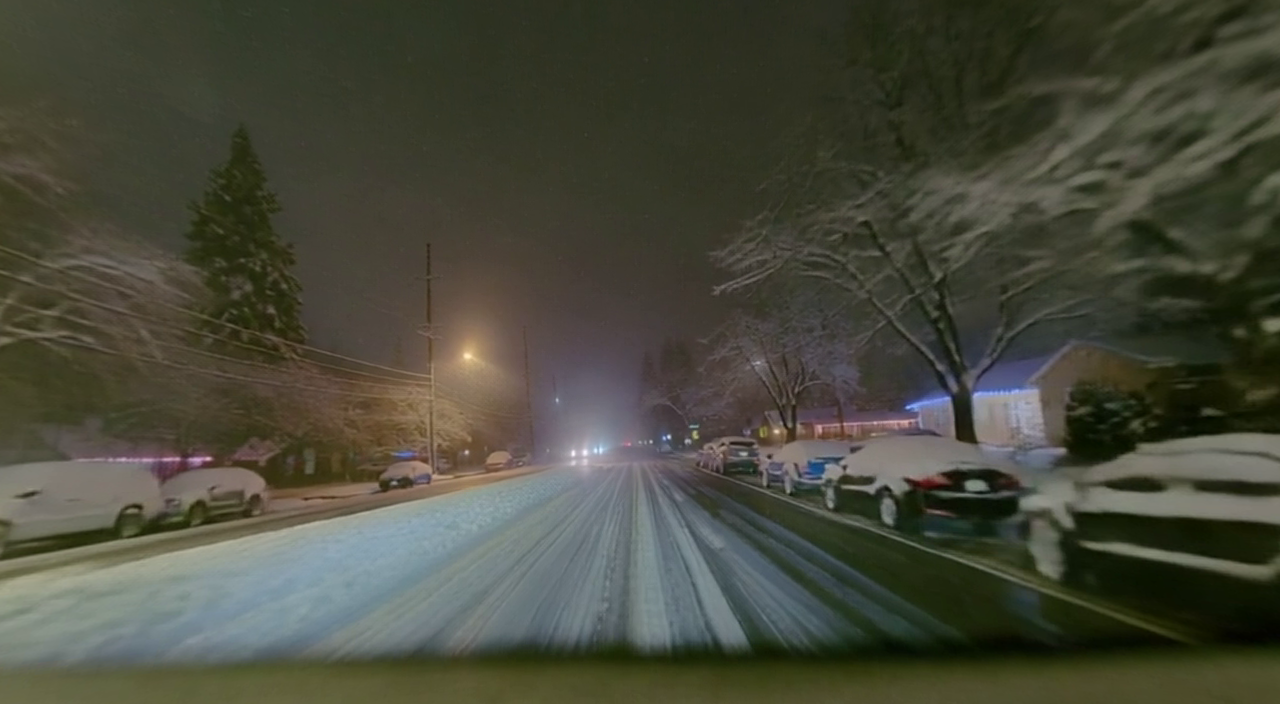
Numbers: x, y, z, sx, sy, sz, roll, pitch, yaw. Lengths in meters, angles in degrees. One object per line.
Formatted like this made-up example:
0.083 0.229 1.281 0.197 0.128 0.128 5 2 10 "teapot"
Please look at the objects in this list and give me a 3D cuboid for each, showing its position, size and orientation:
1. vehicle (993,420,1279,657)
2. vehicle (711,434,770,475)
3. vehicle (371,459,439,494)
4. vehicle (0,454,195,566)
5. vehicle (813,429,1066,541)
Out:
4.910 1.269 4.667 1.923 1.454 4.460 0 -9 -2 "vehicle"
4.542 4.731 29.305 1.919 1.698 4.747 0 -9 -1 "vehicle"
-12.664 6.728 34.390 1.972 1.475 4.503 -5 -9 0 "vehicle"
-12.267 3.162 13.053 2.156 1.935 5.464 -3 -10 0 "vehicle"
4.819 2.210 11.269 1.933 1.511 5.086 0 -9 -1 "vehicle"
